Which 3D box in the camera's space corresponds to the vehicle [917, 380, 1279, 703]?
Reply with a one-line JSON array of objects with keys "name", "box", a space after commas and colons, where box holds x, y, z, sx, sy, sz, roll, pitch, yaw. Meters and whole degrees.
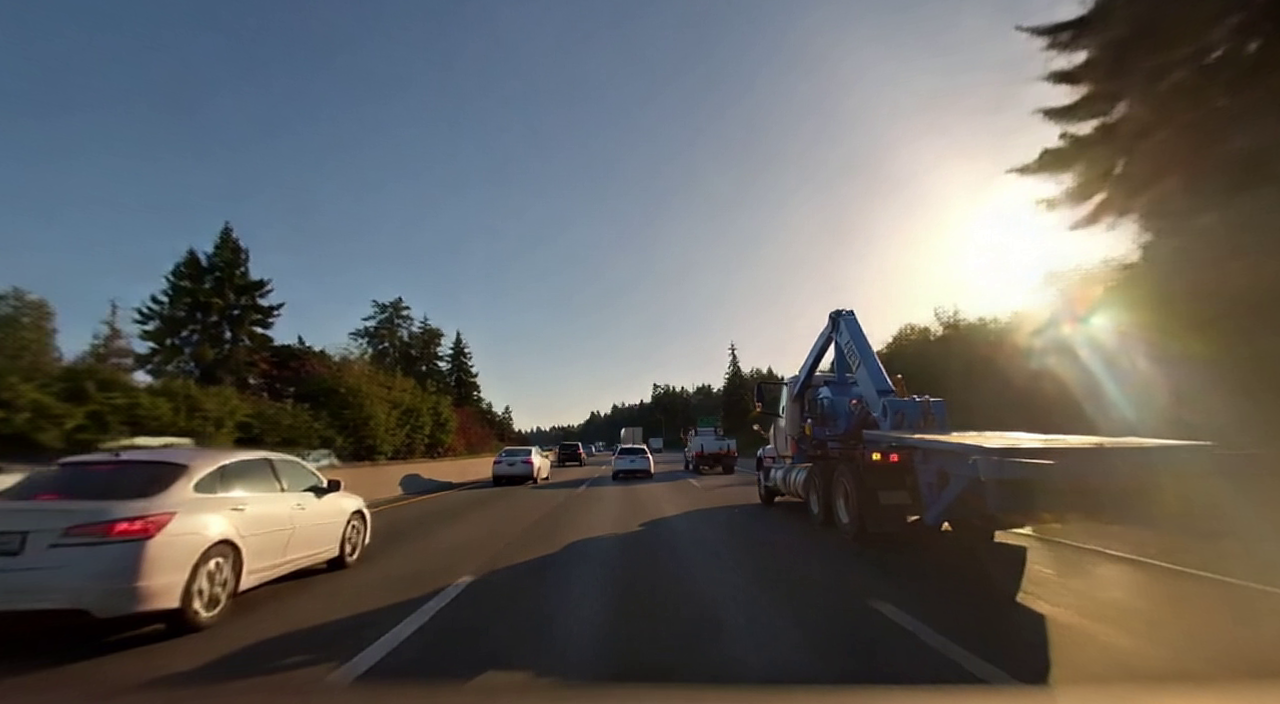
[{"name": "vehicle", "box": [4.044, 1.021, 3.198, 2.599, 1.631, 5.693, 0, -9, -1]}]

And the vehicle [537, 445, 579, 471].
[{"name": "vehicle", "box": [-4.875, 6.362, 37.748, 1.924, 1.481, 4.264, 0, -9, 0]}]

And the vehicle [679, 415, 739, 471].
[{"name": "vehicle", "box": [3.784, 5.224, 35.775, 2.416, 2.829, 7.016, 0, -9, -1]}]

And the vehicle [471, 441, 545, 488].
[{"name": "vehicle", "box": [-4.655, 4.023, 22.688, 1.858, 1.527, 3.974, 0, -9, 0]}]

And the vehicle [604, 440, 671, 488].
[{"name": "vehicle", "box": [-0.131, 3.941, 22.319, 2.150, 1.498, 3.988, 0, -9, -2]}]

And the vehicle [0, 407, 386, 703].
[{"name": "vehicle", "box": [-4.123, 1.387, 5.345, 1.880, 1.507, 4.757, 0, -9, 0]}]

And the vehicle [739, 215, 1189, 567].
[{"name": "vehicle", "box": [3.891, 0.970, 10.614, 2.975, 3.618, 8.456, 0, -9, 0]}]
